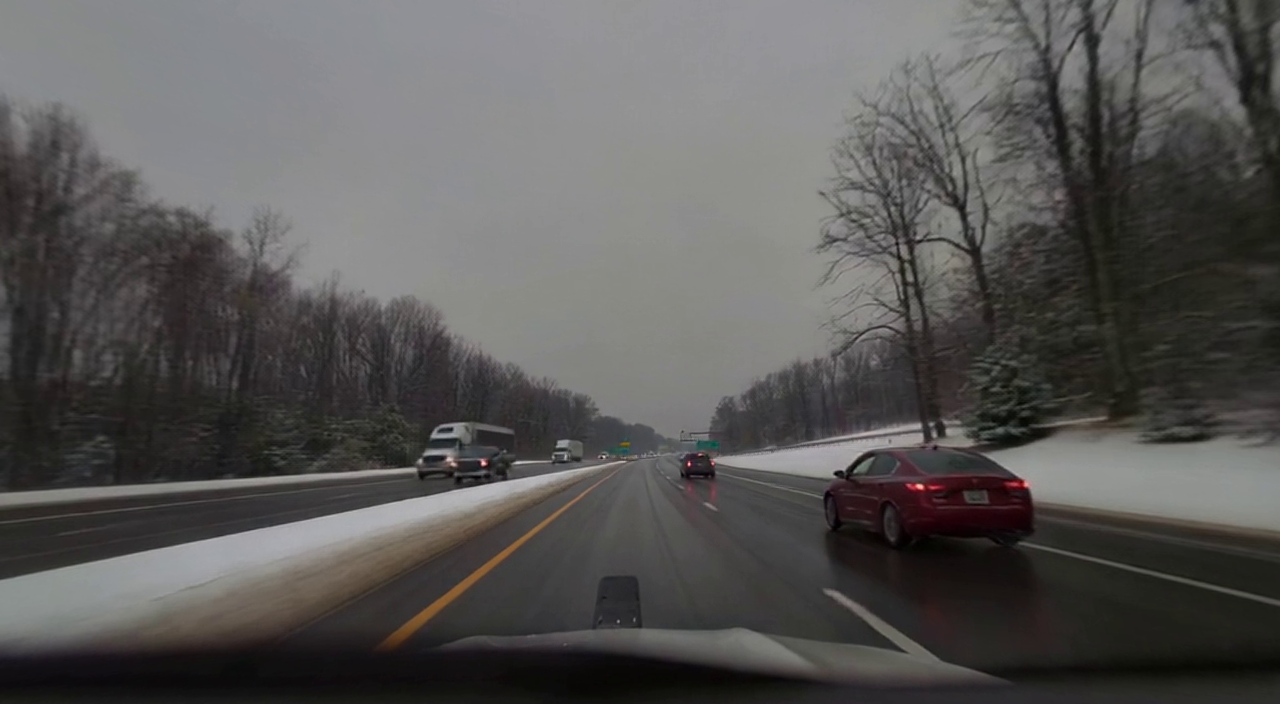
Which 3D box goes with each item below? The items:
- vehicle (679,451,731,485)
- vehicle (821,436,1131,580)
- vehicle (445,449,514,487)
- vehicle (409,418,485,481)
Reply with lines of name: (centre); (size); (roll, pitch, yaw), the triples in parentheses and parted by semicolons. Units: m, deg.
vehicle: (3.133, 5.687, 31.122); (2.070, 1.546, 4.648); (0, -9, 0)
vehicle: (4.358, 2.063, 9.113); (2.119, 1.557, 4.163); (0, -9, -1)
vehicle: (-8.669, 6.305, 34.520); (2.302, 1.921, 5.655); (0, -9, 0)
vehicle: (-13.365, 6.821, 44.028); (3.253, 4.062, 6.069); (0, -9, 1)
